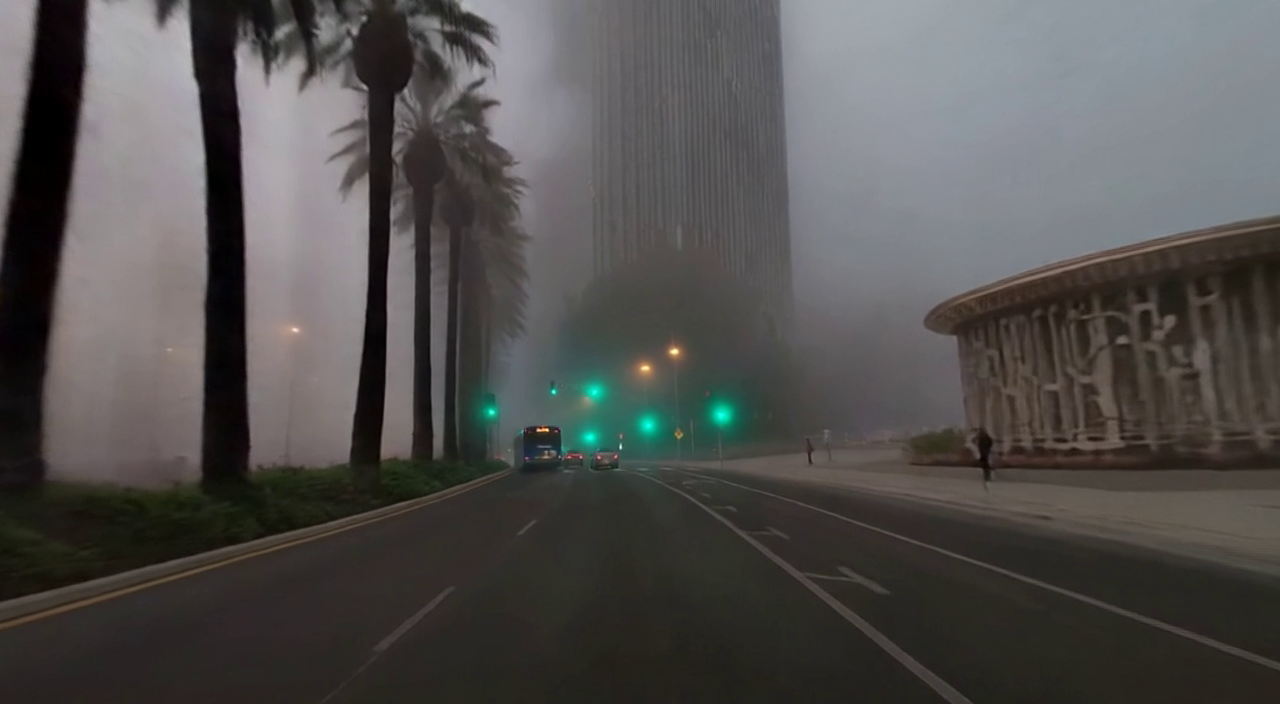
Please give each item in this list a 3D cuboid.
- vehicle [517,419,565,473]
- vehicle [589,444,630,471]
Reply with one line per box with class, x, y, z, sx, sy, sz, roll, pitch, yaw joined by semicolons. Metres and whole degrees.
vehicle;-6.218;6.043;40.637;2.678;3.042;8.474;1;-8;-7
vehicle;-1.873;6.246;37.571;2.107;1.481;4.097;1;-8;-7
